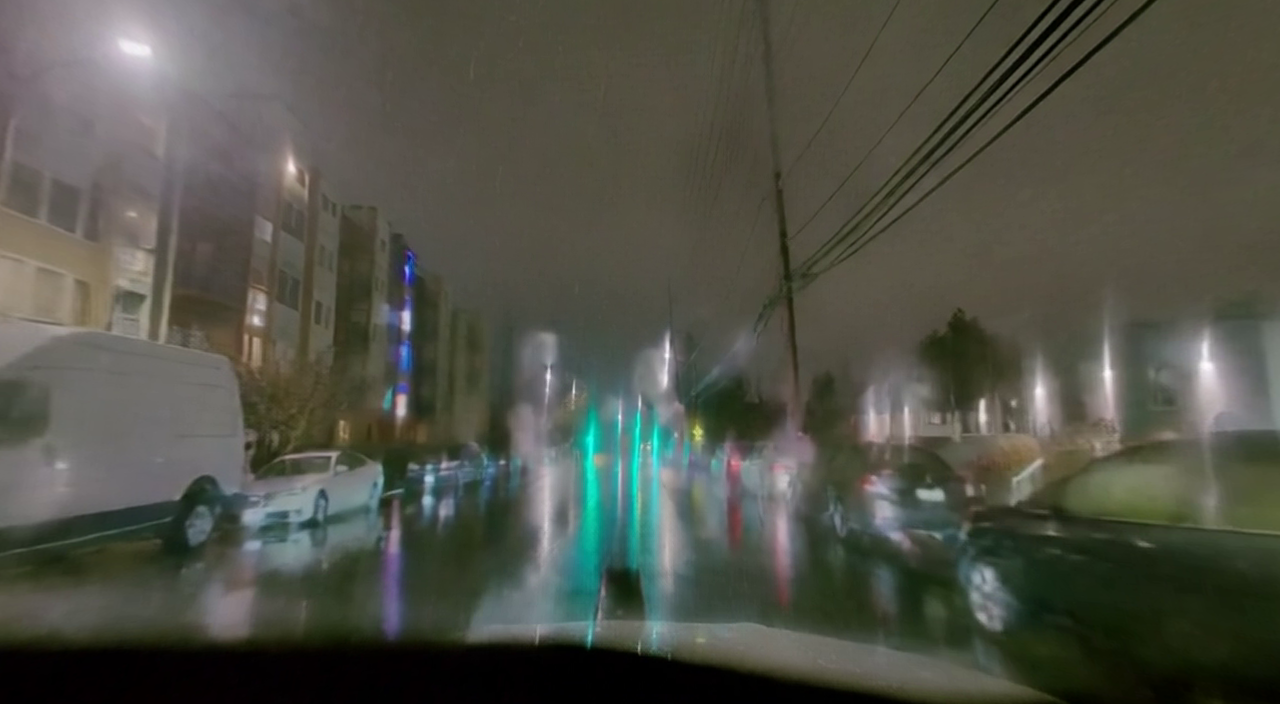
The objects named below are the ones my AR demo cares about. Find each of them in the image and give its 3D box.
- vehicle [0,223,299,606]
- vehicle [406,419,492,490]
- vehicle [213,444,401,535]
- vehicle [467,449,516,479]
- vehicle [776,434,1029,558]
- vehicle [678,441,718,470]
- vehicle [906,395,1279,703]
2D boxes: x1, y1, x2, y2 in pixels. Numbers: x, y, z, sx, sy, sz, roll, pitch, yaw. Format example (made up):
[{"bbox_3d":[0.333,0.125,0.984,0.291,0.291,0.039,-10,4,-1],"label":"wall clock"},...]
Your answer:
[{"bbox_3d":[-7.484,0.894,7.653,2.901,3.610,6.707,-3,-9,1],"label":"vehicle"},{"bbox_3d":[-7.172,3.885,24.182,1.889,2.463,4.142,0,-9,1],"label":"vehicle"},{"bbox_3d":[-7.272,2.968,14.443,1.894,1.585,4.514,-3,-8,0],"label":"vehicle"},{"bbox_3d":[-7.819,5.903,33.577,1.873,1.437,4.068,-1,-8,-4],"label":"vehicle"},{"bbox_3d":[3.801,2.169,10.367,2.022,1.521,4.933,0,-9,0],"label":"vehicle"},{"bbox_3d":[3.537,6.403,39.342,2.095,1.694,4.592,0,-8,1],"label":"vehicle"},{"bbox_3d":[3.377,1.035,2.959,2.057,1.554,4.905,0,-9,-1],"label":"vehicle"}]
